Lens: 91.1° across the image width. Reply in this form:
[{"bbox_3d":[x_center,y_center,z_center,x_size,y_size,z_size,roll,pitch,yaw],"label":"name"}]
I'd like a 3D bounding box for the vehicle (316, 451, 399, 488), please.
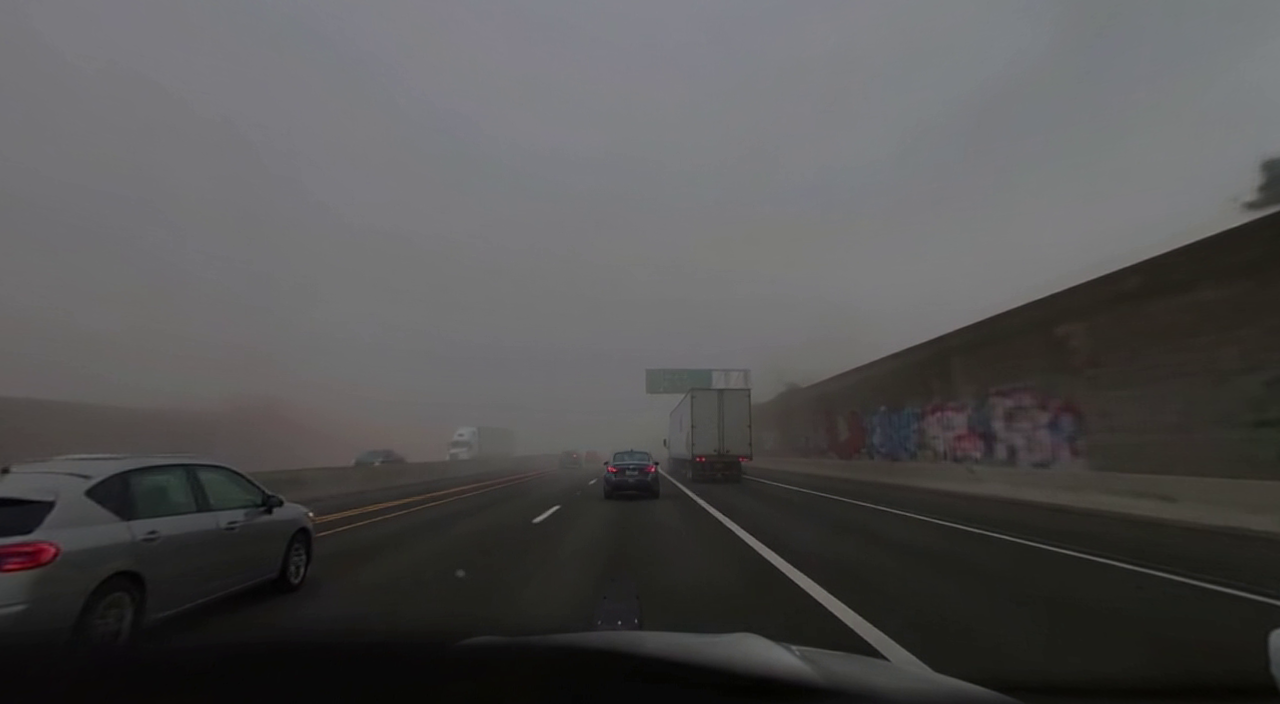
[{"bbox_3d":[-12.242,5.090,27.496,1.840,1.447,3.868,0,-9,-1],"label":"vehicle"}]

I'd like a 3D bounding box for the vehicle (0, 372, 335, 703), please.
[{"bbox_3d":[-4.365,1.187,4.544,1.988,1.750,4.711,0,-9,-1],"label":"vehicle"}]

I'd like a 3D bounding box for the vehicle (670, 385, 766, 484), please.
[{"bbox_3d":[3.516,4.435,32.950,2.902,4.014,14.446,0,-9,-1],"label":"vehicle"}]

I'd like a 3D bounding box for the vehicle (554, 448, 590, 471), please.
[{"bbox_3d":[-4.795,7.639,44.822,2.067,1.481,4.085,-1,-9,0],"label":"vehicle"}]

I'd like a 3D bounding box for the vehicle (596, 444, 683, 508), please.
[{"bbox_3d":[-0.062,3.202,16.720,2.033,1.468,4.015,0,-9,-1],"label":"vehicle"}]
